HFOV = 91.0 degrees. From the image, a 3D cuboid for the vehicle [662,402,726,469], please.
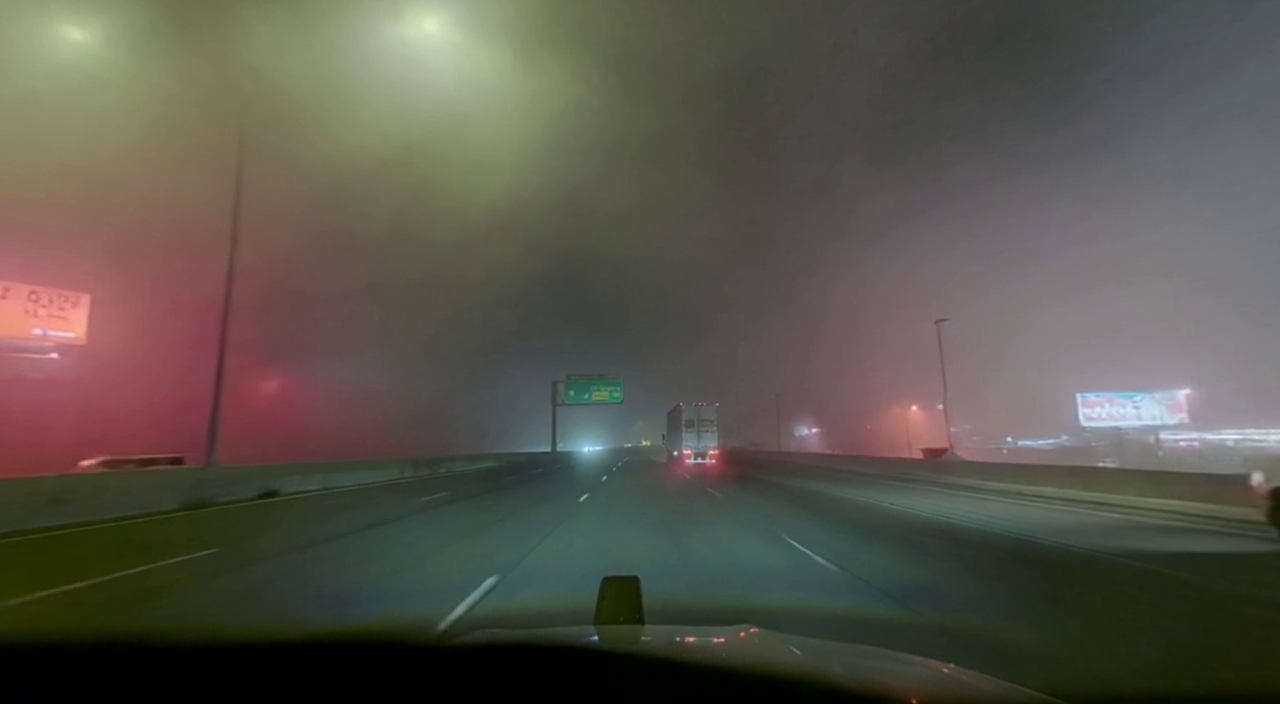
[{"bbox_3d":[3.724,6.552,48.212,3.247,4.224,15.996,0,-9,-1],"label":"vehicle"}]
